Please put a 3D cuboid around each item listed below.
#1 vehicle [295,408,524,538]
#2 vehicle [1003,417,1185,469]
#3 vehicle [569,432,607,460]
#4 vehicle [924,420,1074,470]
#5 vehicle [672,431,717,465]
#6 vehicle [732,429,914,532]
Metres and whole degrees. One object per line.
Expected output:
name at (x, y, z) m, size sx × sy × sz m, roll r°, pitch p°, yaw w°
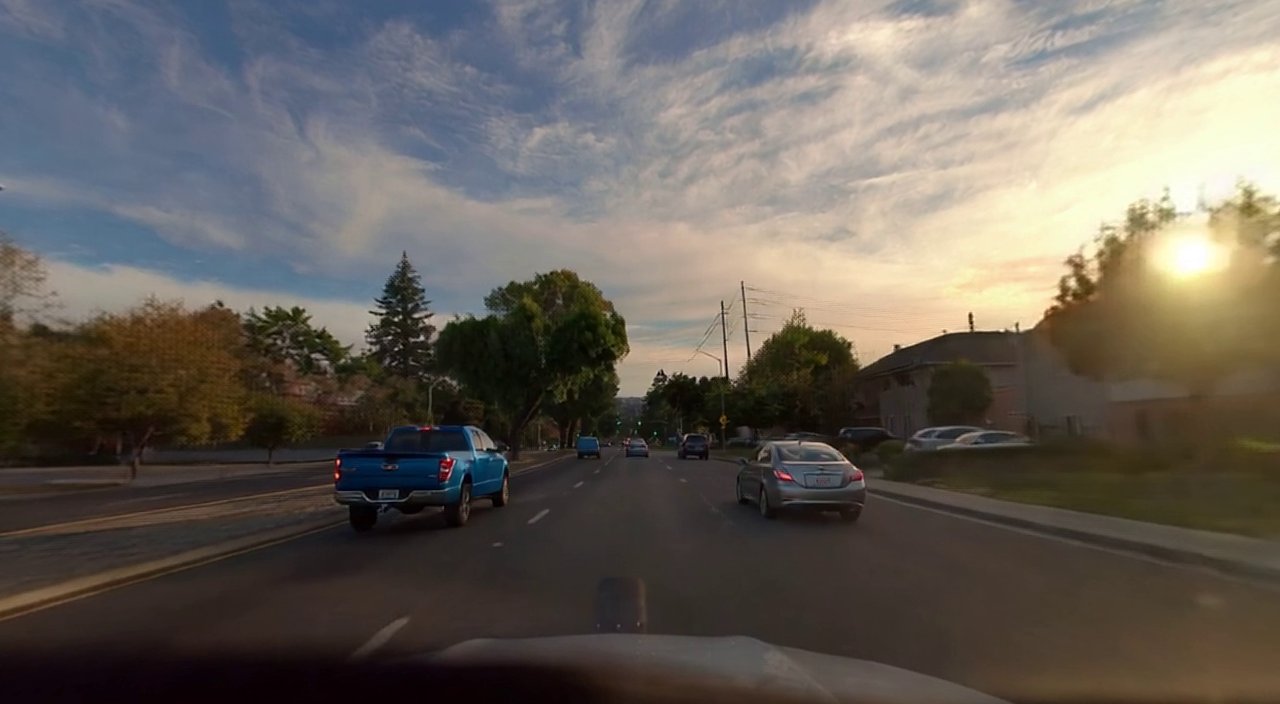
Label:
vehicle at (-3.614, 2.026, 11.269) m, size 2.111 × 1.745 × 5.274 m, roll 0°, pitch -8°, yaw 0°
vehicle at (15.245, 3.100, 21.472) m, size 4.530 × 1.661 × 2.015 m, roll -1°, pitch -8°, yaw 3°
vehicle at (-3.525, 6.549, 43.873) m, size 2.218 × 1.829 × 4.492 m, roll 0°, pitch -8°, yaw 0°
vehicle at (13.977, 3.655, 24.825) m, size 4.647 × 1.841 × 2.009 m, roll 0°, pitch -8°, yaw -2°
vehicle at (3.090, 5.549, 36.649) m, size 2.099 × 1.845 × 4.363 m, roll 0°, pitch -8°, yaw -2°
vehicle at (2.945, 2.162, 11.250) m, size 1.884 × 1.463 × 4.195 m, roll 0°, pitch -8°, yaw -1°
